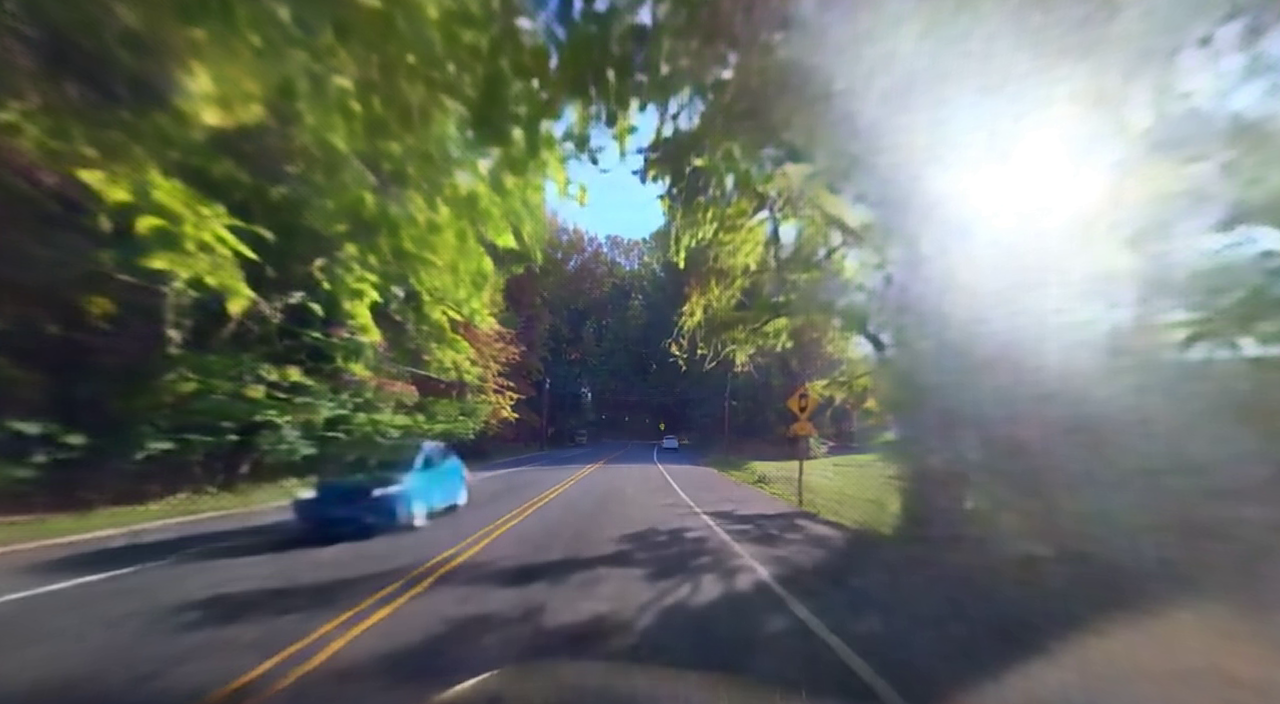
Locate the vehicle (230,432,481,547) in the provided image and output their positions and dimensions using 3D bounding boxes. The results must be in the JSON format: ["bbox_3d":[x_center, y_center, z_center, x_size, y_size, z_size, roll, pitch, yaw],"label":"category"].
[{"bbox_3d":[-4.288,2.131,10.542,2.083,1.476,4.513,0,-9,0],"label":"vehicle"}]
